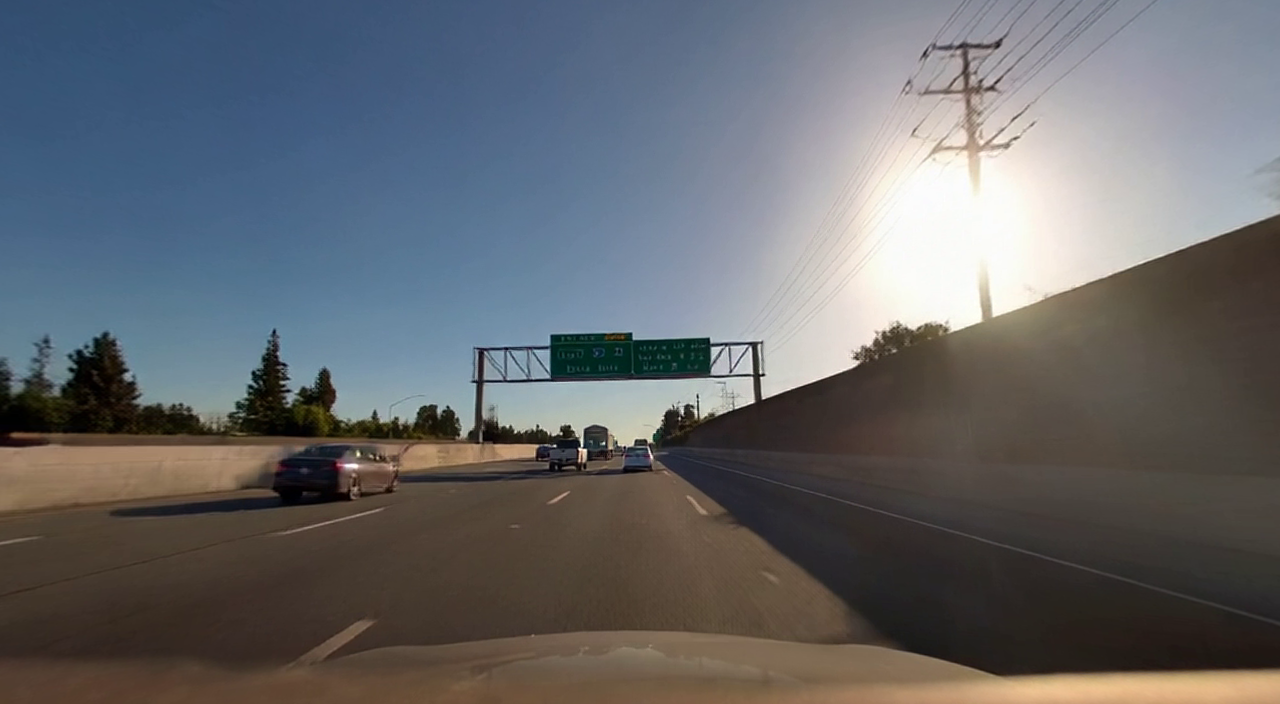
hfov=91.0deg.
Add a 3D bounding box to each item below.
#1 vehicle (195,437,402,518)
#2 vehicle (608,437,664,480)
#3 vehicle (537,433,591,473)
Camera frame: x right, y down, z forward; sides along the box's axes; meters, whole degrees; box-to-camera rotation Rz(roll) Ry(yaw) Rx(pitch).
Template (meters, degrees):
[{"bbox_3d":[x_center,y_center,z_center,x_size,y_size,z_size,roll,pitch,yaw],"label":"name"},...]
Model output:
[{"bbox_3d":[-7.293,2.704,14.150,2.025,1.510,4.582,0,-9,1],"label":"vehicle"},{"bbox_3d":[-0.155,4.478,26.696,2.178,1.640,4.071,0,-9,0],"label":"vehicle"},{"bbox_3d":[-3.766,5.129,32.042,2.109,1.840,4.614,0,-9,1],"label":"vehicle"}]
